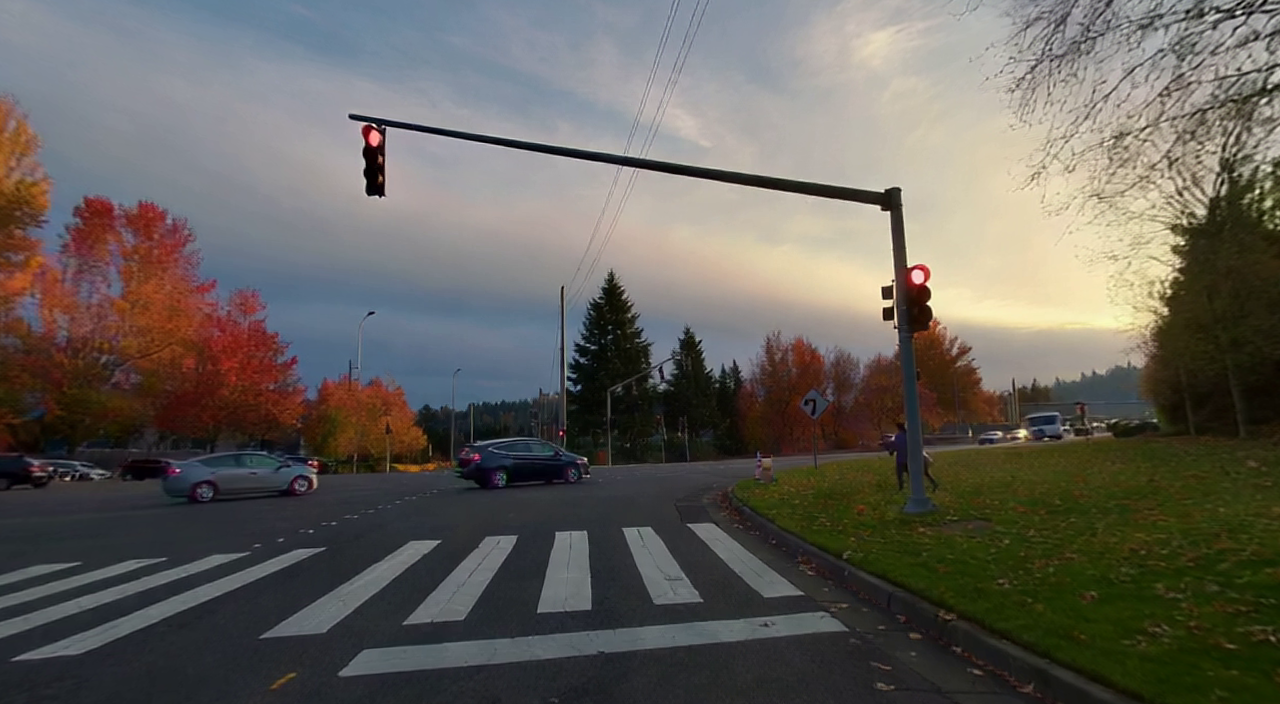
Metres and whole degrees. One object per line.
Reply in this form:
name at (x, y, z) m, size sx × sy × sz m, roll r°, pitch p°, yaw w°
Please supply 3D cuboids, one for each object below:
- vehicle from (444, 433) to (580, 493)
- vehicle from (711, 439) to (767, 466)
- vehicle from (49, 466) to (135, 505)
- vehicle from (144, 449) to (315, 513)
vehicle at (-4.342, 3.808, 21.851) m, size 1.988 × 1.853 × 4.314 m, roll -7°, pitch -11°, yaw 38°
vehicle at (7.001, 7.023, 43.942) m, size 1.867 × 1.743 × 4.259 m, roll -8°, pitch -11°, yaw 40°
vehicle at (-25.429, 6.152, 29.248) m, size 1.694 × 1.528 × 4.225 m, roll 3°, pitch -9°, yaw -23°
vehicle at (-12.250, 3.807, 18.967) m, size 1.832 × 1.674 × 3.805 m, roll -5°, pitch -10°, yaw 27°
